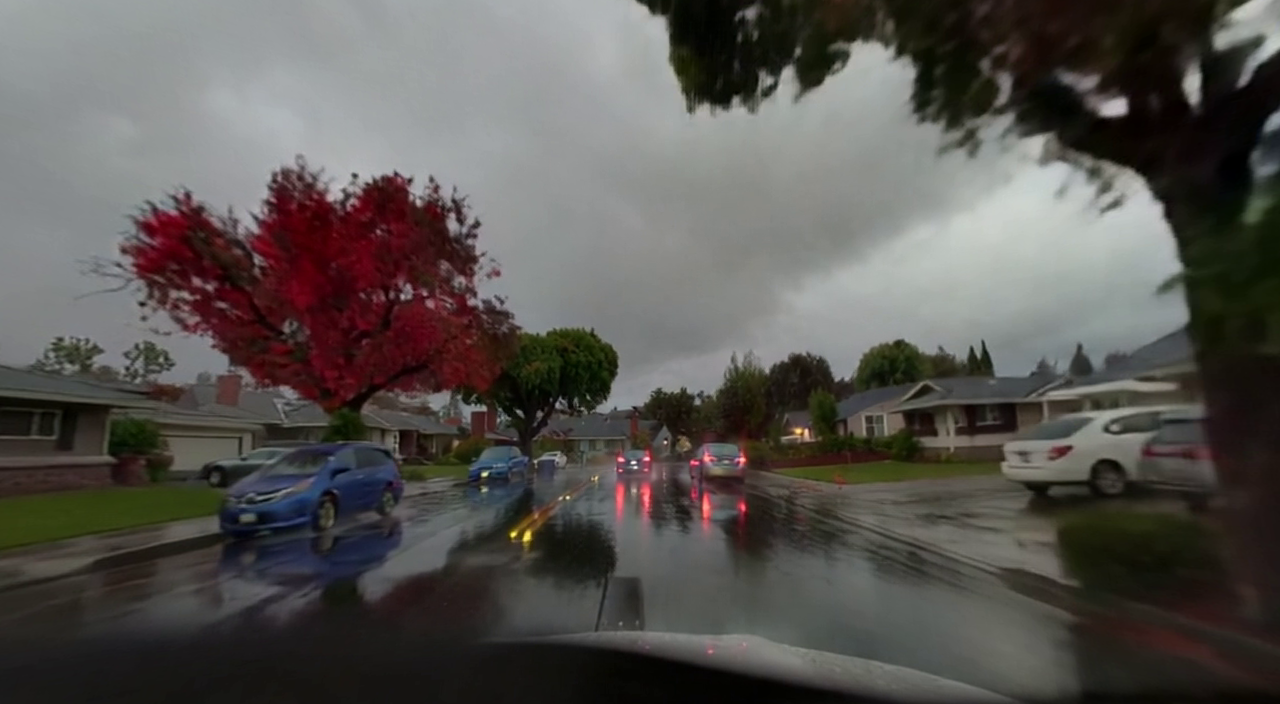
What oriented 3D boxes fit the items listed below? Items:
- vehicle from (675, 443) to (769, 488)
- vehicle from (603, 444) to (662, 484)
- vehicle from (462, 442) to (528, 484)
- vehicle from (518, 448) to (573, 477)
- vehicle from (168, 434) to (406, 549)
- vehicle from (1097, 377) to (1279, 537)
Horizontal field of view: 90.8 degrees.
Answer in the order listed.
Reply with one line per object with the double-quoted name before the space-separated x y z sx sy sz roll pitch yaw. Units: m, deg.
"vehicle" 2.894 4.166 23.455 2.429 1.502 4.474 1 -9 -7
"vehicle" -0.334 4.507 25.691 2.192 1.474 4.192 0 -9 -1
"vehicle" -7.026 5.437 31.131 2.235 1.851 4.662 -2 -9 -1
"vehicle" -6.441 7.590 43.668 2.641 1.747 4.738 -3 -9 6
"vehicle" -6.700 2.628 12.853 2.254 1.773 4.795 -2 -8 -2
"vehicle" 9.739 1.356 9.004 4.813 1.914 2.041 -3 -9 -5
